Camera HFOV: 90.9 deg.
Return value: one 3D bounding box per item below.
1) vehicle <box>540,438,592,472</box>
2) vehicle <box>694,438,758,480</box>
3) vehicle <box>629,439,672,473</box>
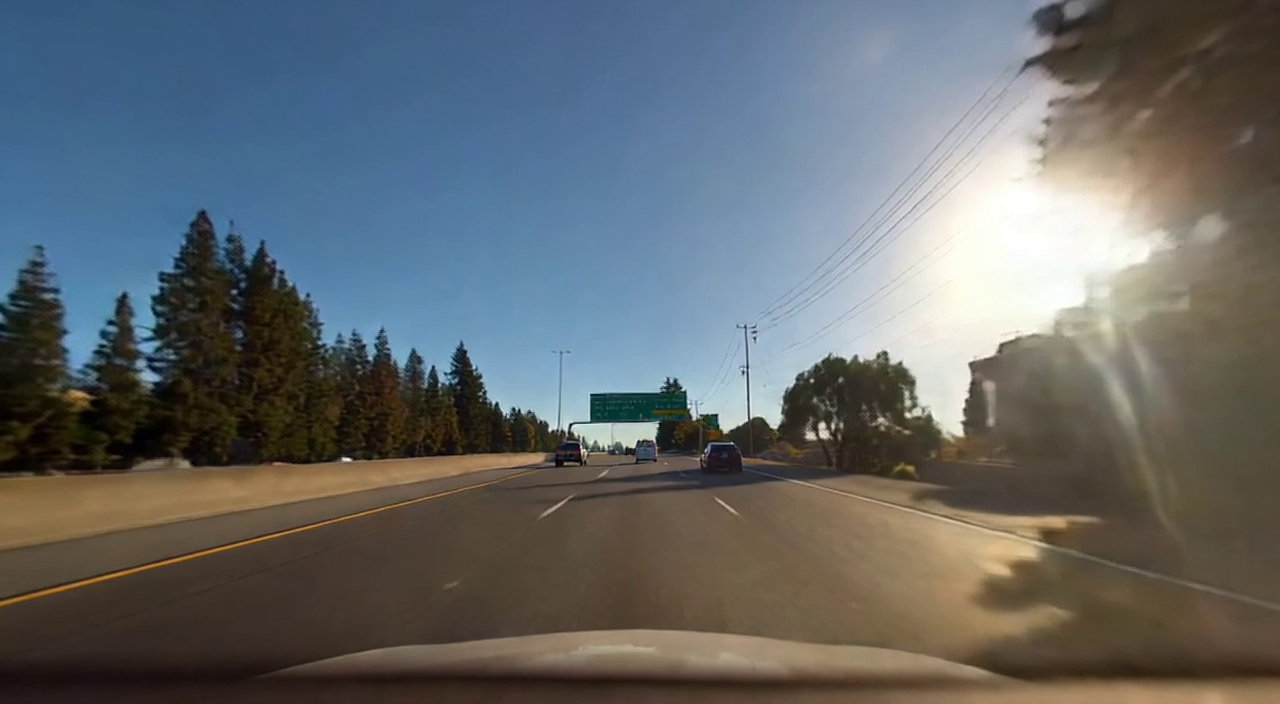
[{"bbox_3d":[-4.025,5.702,35.111,2.217,1.773,4.553,0,-8,1],"label":"vehicle"},{"bbox_3d":[3.429,4.323,25.856,1.996,1.579,3.841,0,-8,-1],"label":"vehicle"},{"bbox_3d":[0.509,5.341,32.601,2.049,1.620,4.153,0,-8,0],"label":"vehicle"}]
